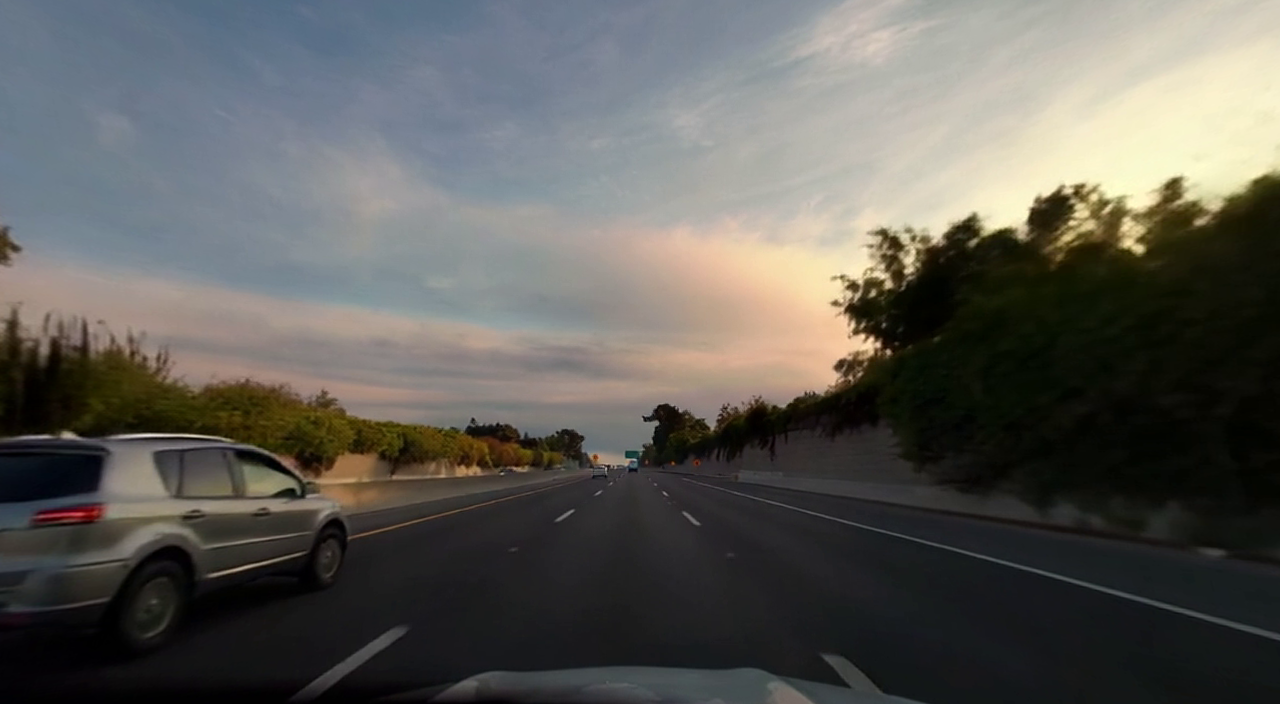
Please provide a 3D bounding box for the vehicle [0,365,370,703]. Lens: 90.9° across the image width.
[{"bbox_3d":[-4.291,1.262,4.935,2.178,1.736,4.847,1,-10,0],"label":"vehicle"}]
